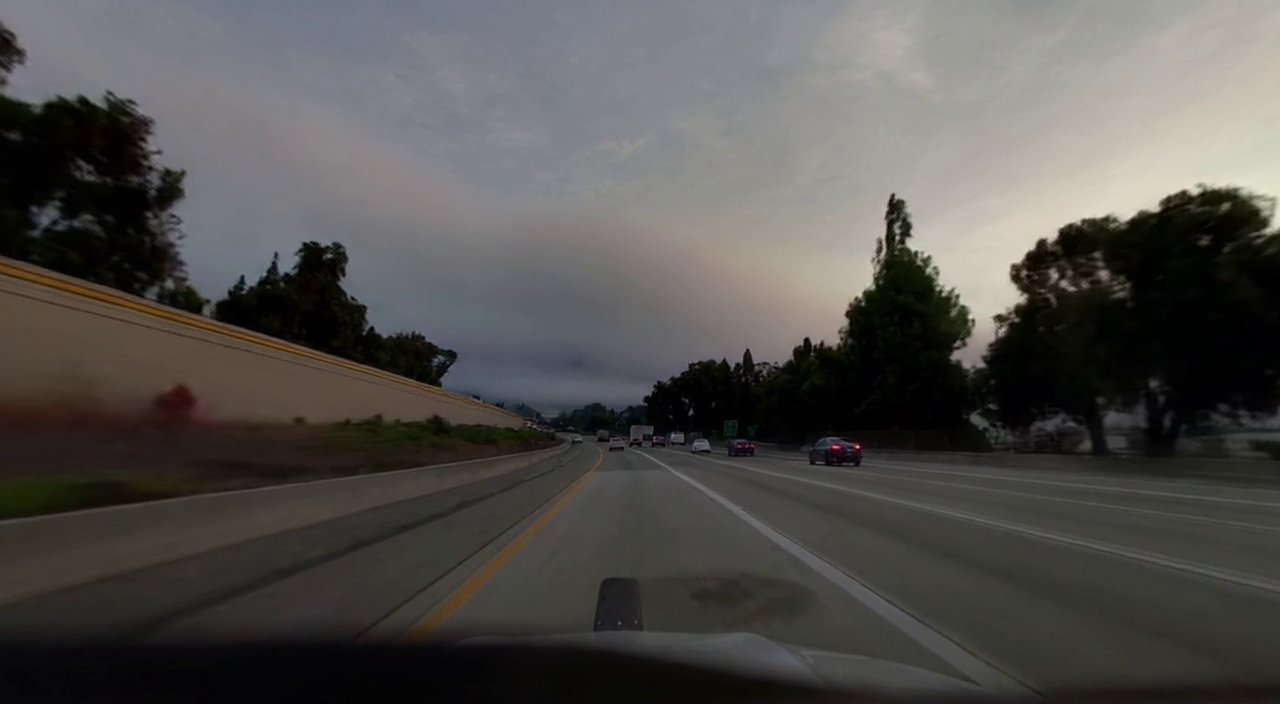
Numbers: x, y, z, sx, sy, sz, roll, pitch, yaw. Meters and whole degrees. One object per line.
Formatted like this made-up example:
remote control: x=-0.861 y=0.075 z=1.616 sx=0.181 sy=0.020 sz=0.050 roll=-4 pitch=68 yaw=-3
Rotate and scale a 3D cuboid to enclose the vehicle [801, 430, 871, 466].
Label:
vehicle: x=10.243 y=5.049 z=33.287 sx=2.077 sy=1.763 sz=4.472 roll=0 pitch=-8 yaw=-3
